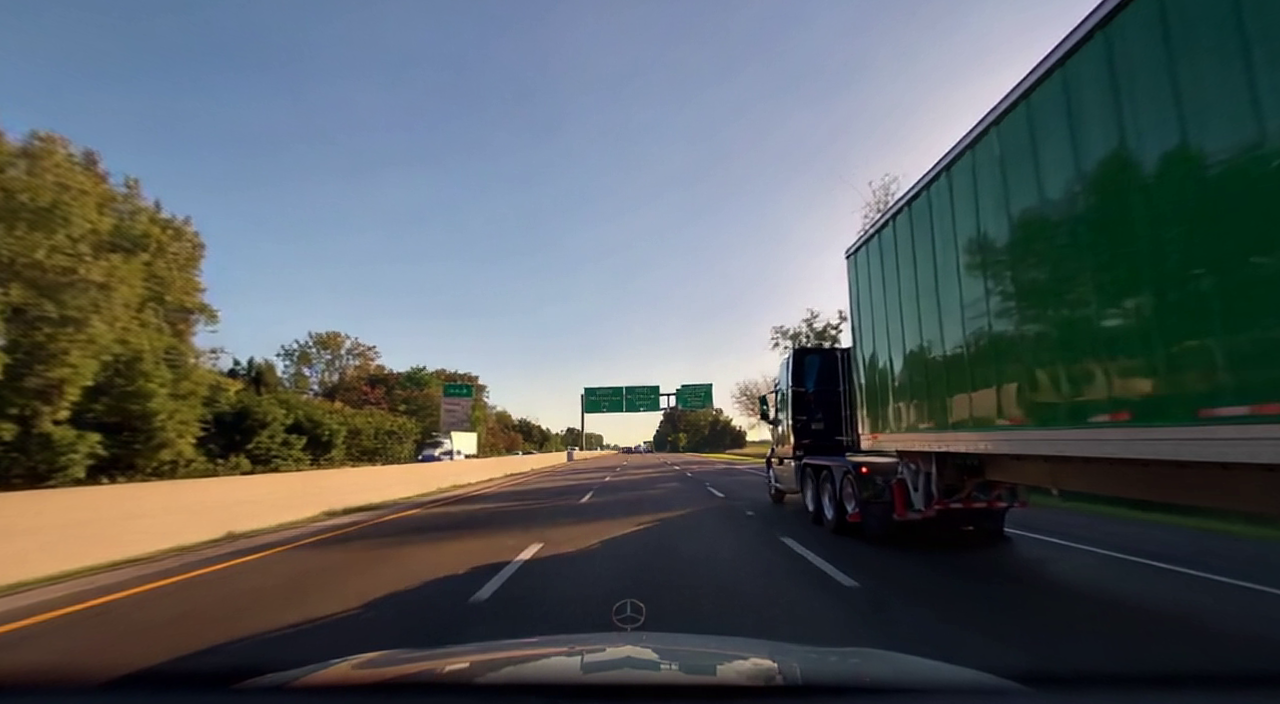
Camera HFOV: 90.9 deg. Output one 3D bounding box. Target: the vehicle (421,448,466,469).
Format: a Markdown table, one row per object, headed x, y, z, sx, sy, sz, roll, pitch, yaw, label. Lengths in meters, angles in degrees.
| x | y | z | sx | sy | sz | roll | pitch | yaw | label |
| --- | --- | --- | --- | --- | --- | --- | --- | --- | --- |
| -14.465 | 7.870 | 46.651 | 1.869 | 1.464 | 4.207 | 0 | -9 | 1 | vehicle |

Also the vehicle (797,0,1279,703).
| x | y | z | sx | sy | sz | roll | pitch | yaw | label |
| --- | --- | --- | --- | --- | --- | --- | --- | --- | --- |
| 4.093 | -0.160 | 3.584 | 3.060 | 4.100 | 13.141 | 0 | -9 | 0 | vehicle |
